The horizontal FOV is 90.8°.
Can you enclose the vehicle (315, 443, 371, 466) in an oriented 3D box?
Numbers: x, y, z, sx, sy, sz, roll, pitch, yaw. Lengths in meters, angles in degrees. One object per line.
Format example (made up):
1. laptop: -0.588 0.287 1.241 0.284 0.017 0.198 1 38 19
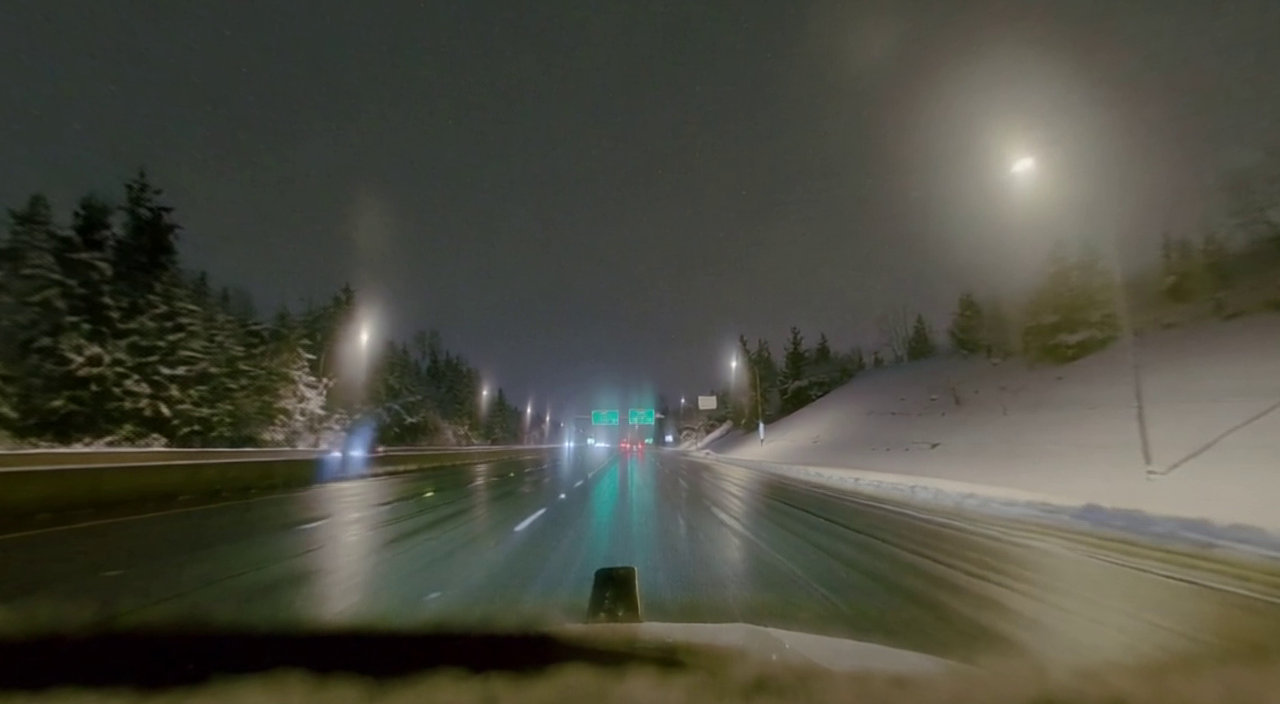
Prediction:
1. vehicle: -21.602 7.447 46.199 1.964 1.571 4.370 0 -8 0
